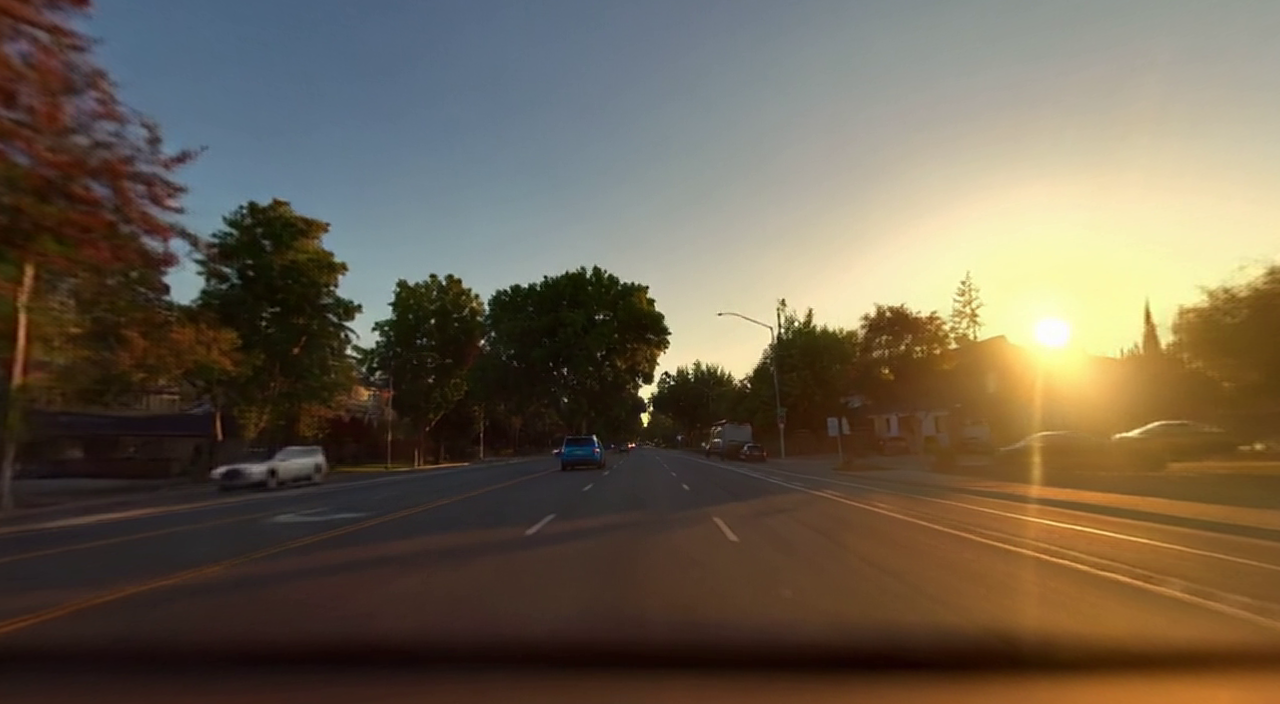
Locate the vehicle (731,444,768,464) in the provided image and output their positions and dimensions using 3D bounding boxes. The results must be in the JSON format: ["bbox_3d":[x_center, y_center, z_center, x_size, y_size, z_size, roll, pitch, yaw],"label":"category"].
[{"bbox_3d":[8.329,7.784,48.327,1.976,1.445,4.909,0,-8,0],"label":"vehicle"}]

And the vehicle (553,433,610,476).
[{"bbox_3d":[-2.714,4.880,30.258,2.179,1.851,4.756,0,-8,1],"label":"vehicle"}]

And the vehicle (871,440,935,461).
[{"bbox_3d":[19.891,7.448,47.862,1.864,1.523,4.176,5,-10,-29],"label":"vehicle"}]

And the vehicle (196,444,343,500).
[{"bbox_3d":[-12.643,4.074,21.984,2.210,1.720,4.800,0,-8,0],"label":"vehicle"}]
